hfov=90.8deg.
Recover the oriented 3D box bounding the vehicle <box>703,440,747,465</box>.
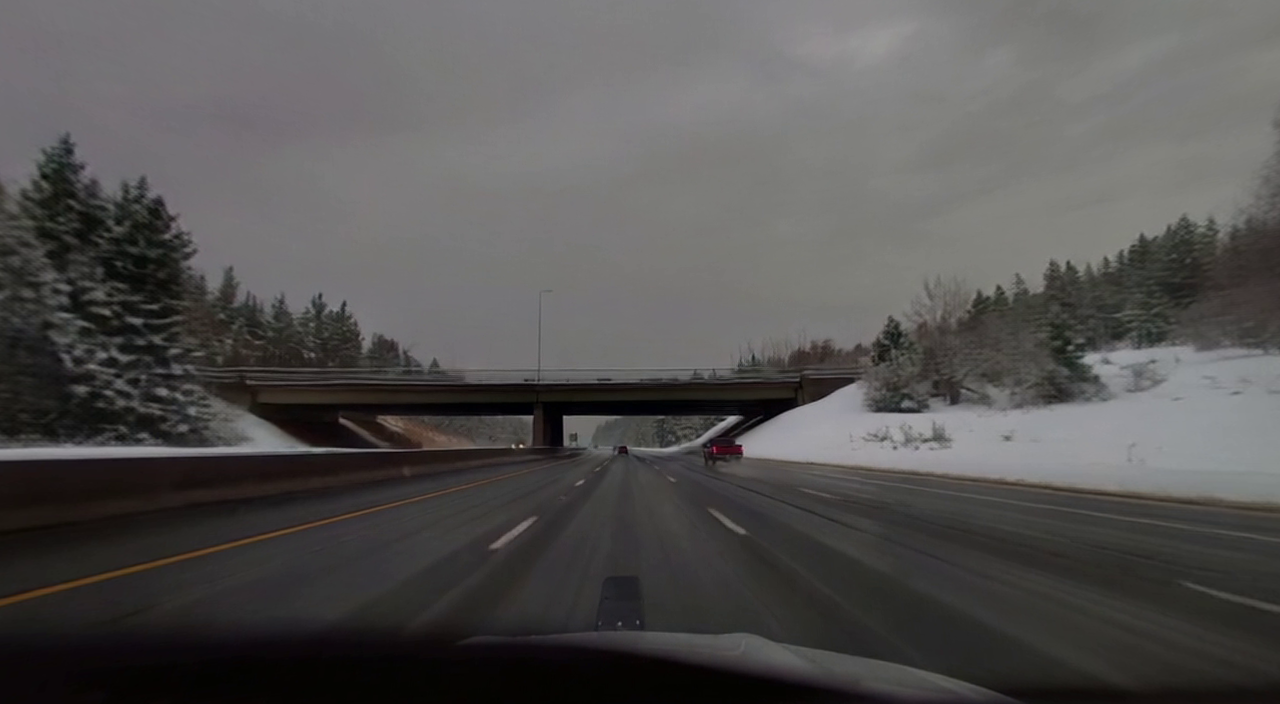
[{"bbox_3d":[6.563,7.830,49.525,2.395,1.819,6.086,0,-9,-2],"label":"vehicle"}]
